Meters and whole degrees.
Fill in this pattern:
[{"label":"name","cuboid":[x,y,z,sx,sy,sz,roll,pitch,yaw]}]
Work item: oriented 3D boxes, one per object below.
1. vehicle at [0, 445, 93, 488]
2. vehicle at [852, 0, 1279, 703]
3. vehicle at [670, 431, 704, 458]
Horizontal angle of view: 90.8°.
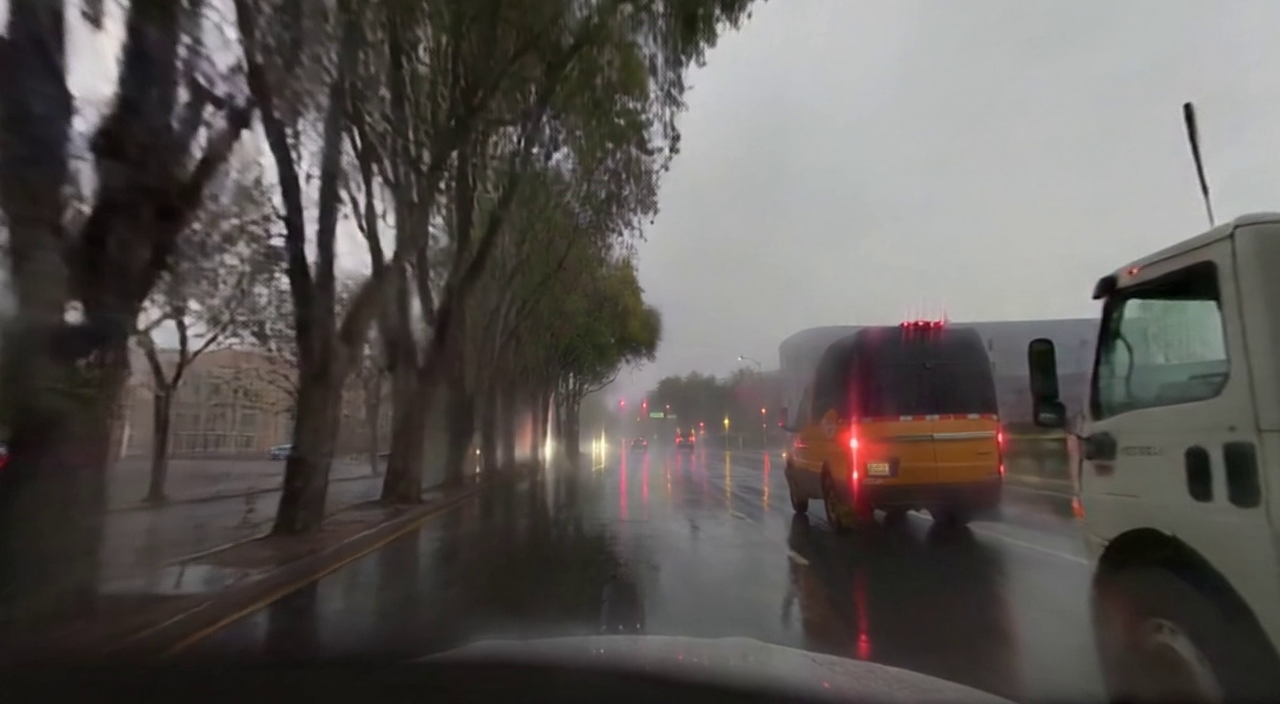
[{"label":"vehicle","cuboid":[-28.023,5.200,28.547,1.978,1.781,4.917,-3,-11,3]},{"label":"vehicle","cuboid":[3.828,-0.102,1.828,2.731,3.407,10.262,0,-9,-1]},{"label":"vehicle","cuboid":[3.520,7.023,47.978,2.099,1.936,4.575,0,-9,-1]}]
